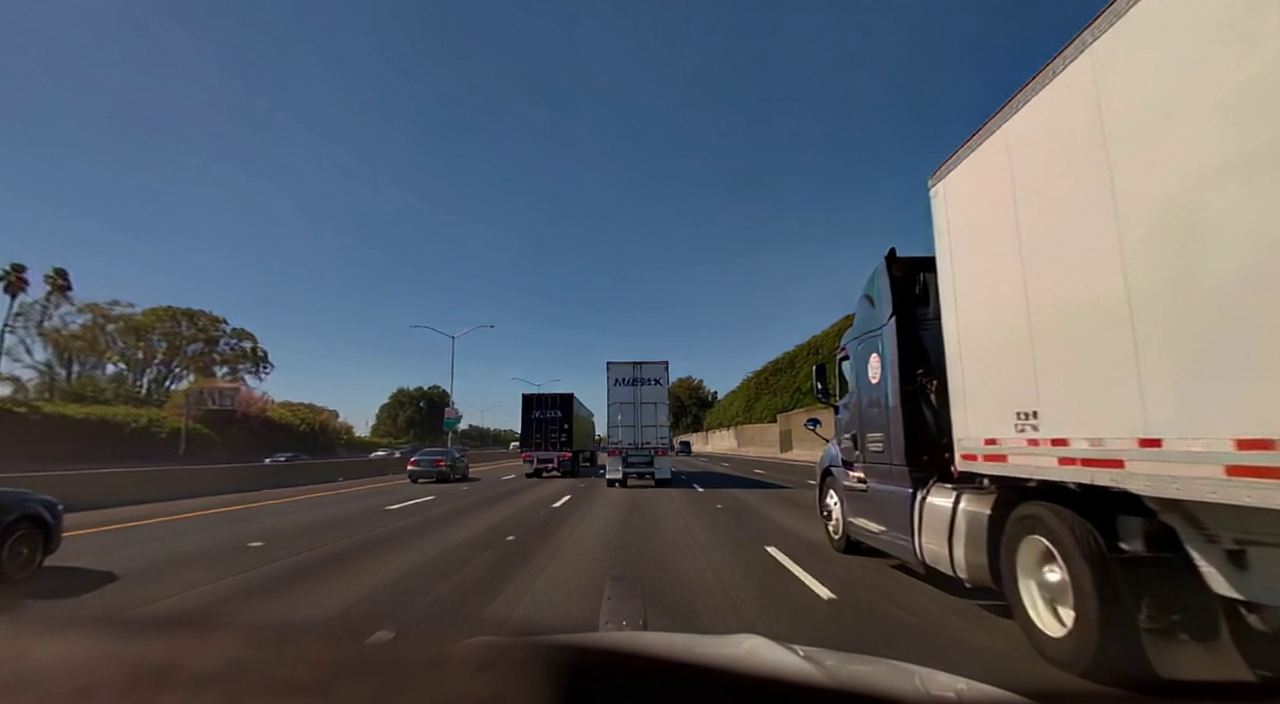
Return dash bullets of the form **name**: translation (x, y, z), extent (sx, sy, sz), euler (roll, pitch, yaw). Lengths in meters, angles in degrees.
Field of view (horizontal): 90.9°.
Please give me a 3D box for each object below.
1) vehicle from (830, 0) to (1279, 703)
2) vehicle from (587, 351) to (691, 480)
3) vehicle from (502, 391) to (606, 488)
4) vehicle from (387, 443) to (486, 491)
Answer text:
- **vehicle**: translation (4.090, 0.069, 4.807), extent (3.066, 3.991, 6.942), euler (0, -8, 0)
- **vehicle**: translation (-0.022, 3.347, 28.091), extent (3.097, 3.856, 18.209), euler (-1, -9, 0)
- **vehicle**: translation (-3.201, 3.741, 26.811), extent (2.786, 3.228, 11.082), euler (0, -8, 0)
- **vehicle**: translation (-6.888, 3.907, 21.888), extent (1.916, 1.465, 4.451), euler (0, -8, 1)
